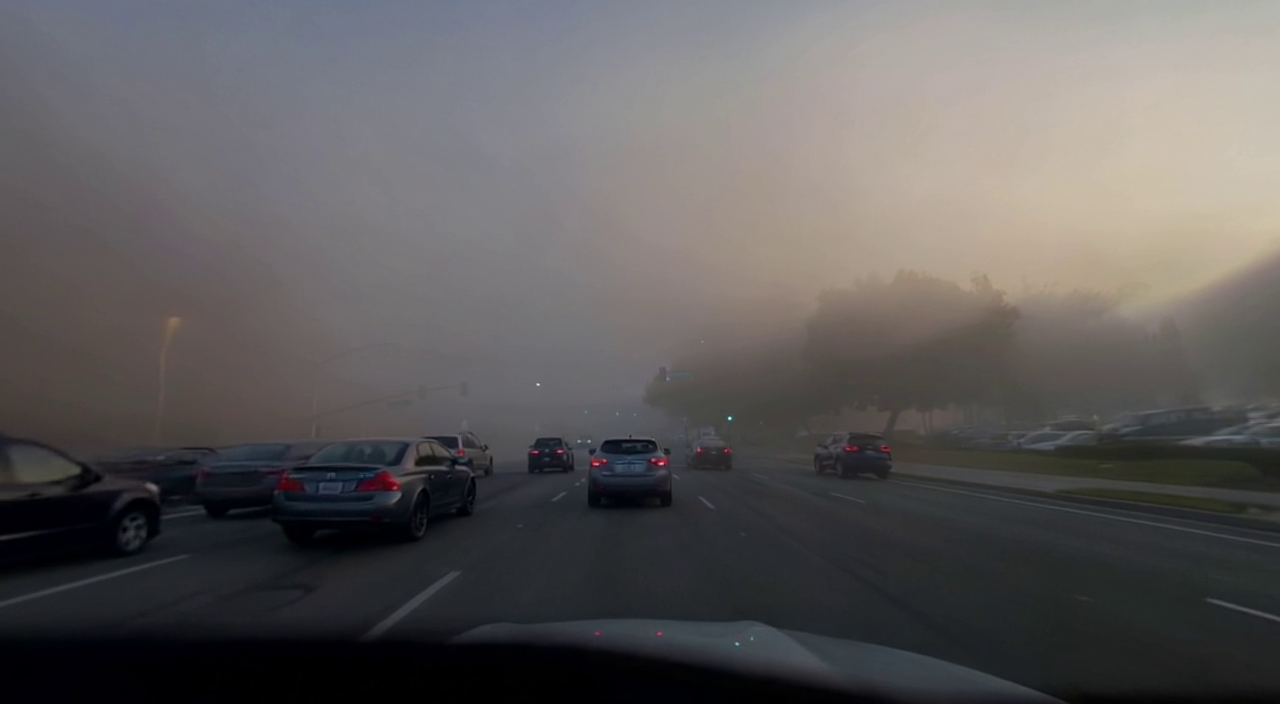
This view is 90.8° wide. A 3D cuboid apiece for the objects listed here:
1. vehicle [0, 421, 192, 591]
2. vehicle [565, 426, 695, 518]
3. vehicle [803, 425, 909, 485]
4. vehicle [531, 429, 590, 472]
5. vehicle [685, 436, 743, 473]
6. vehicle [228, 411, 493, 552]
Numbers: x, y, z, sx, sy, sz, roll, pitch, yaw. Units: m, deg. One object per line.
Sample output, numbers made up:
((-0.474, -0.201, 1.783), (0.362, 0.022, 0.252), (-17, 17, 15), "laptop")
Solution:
((-6.700, 1.430, 5.929), (1.835, 1.516, 4.423), (0, -9, -2), "vehicle")
((-0.203, 2.314, 12.682), (2.161, 1.501, 4.184), (0, -9, -1), "vehicle")
((6.795, 3.290, 20.379), (1.889, 1.681, 4.120), (0, -9, -1), "vehicle")
((-3.591, 4.583, 29.529), (2.154, 1.801, 5.015), (0, -8, -1), "vehicle")
((3.157, 4.478, 27.868), (1.905, 1.473, 4.183), (0, -9, -2), "vehicle")
((-3.779, 1.837, 9.622), (2.009, 1.619, 4.376), (0, -9, 0), "vehicle")
